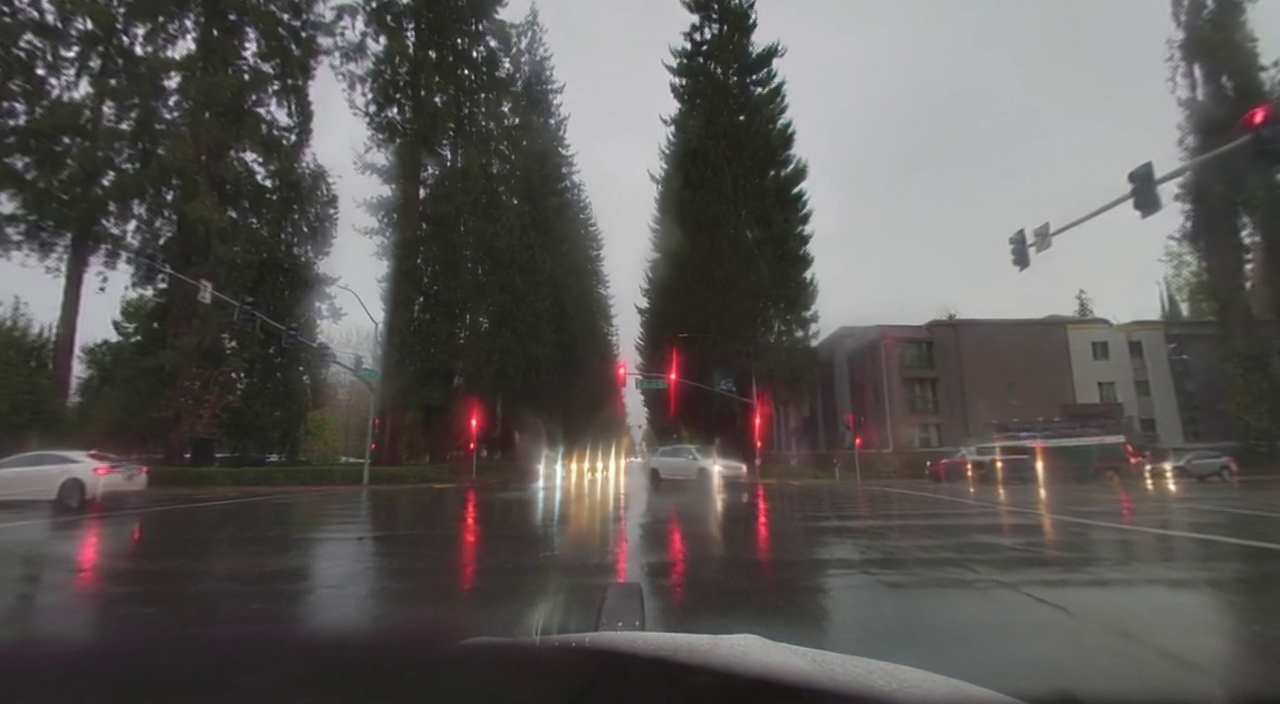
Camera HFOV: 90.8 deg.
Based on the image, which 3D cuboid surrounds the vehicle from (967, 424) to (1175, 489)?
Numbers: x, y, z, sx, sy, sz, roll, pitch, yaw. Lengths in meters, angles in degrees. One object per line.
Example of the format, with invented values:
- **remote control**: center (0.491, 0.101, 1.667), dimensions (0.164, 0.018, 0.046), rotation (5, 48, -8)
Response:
- **vehicle**: center (16.740, 4.089, 24.890), dimensions (6.109, 2.348, 2.683), rotation (0, -9, 1)

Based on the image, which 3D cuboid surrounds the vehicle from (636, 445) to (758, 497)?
- **vehicle**: center (2.016, 4.421, 24.010), dimensions (2.162, 1.740, 4.728), rotation (5, -10, -32)

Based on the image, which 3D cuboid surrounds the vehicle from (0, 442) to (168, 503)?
- **vehicle**: center (-18.481, 3.833, 20.111), dimensions (4.798, 1.763, 2.536), rotation (-1, -10, 0)
